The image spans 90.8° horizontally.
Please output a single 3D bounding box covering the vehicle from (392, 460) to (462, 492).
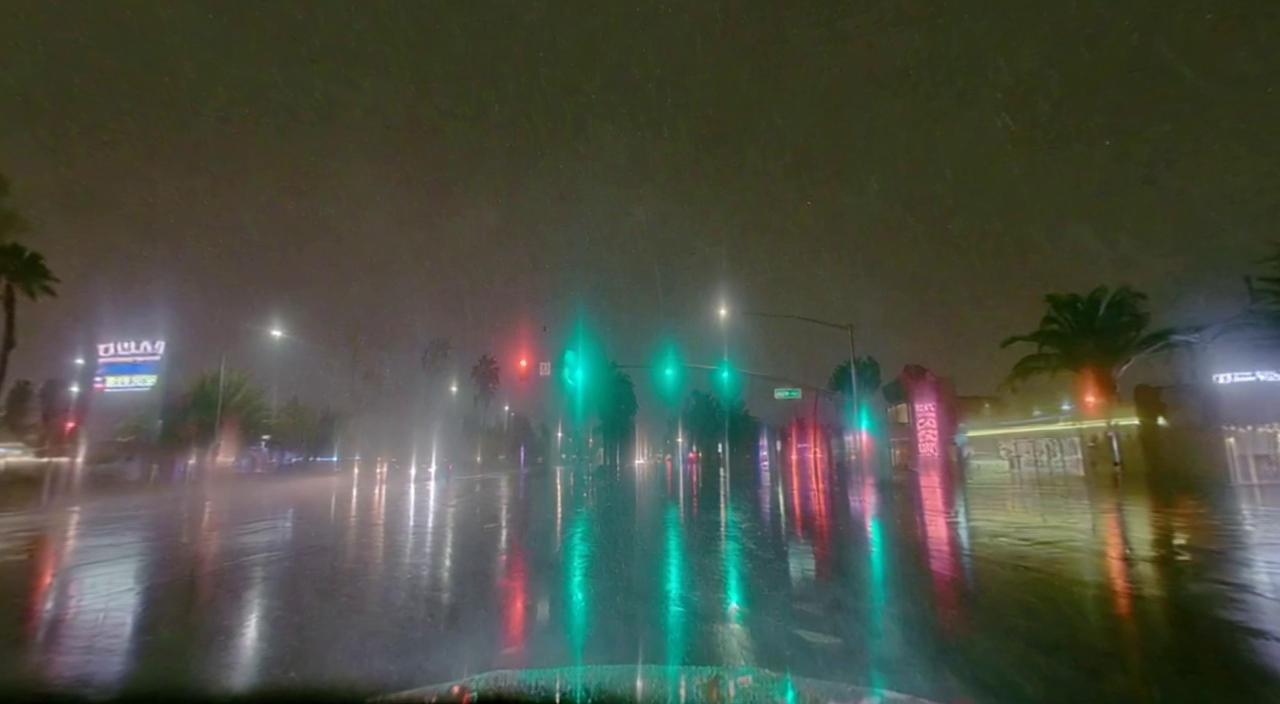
[{"bbox_3d":[-11.100,6.471,33.290,2.019,1.434,4.622,0,-8,1],"label":"vehicle"}]

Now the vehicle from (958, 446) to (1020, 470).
[{"bbox_3d":[24.702,7.514,44.720,3.381,1.424,2.059,1,-12,-24],"label":"vehicle"}]

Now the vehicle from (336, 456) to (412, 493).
[{"bbox_3d":[-14.388,6.642,34.539,1.976,1.758,4.986,0,-8,-1],"label":"vehicle"}]

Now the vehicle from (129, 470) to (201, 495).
[{"bbox_3d":[-35.018,9.628,46.747,1.906,1.528,4.535,0,-8,-2],"label":"vehicle"}]
